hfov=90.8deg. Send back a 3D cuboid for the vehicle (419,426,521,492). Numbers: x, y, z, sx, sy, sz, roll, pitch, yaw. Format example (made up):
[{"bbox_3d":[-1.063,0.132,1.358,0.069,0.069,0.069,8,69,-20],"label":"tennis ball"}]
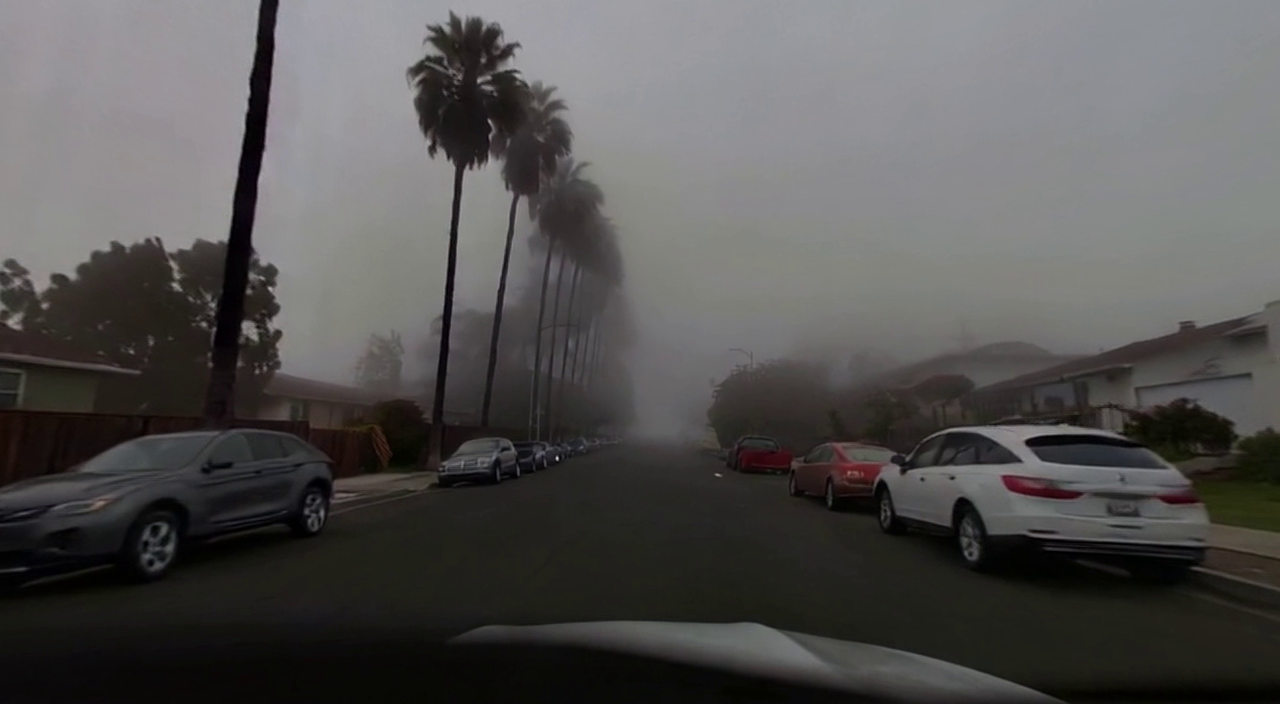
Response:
[{"bbox_3d":[-5.174,3.328,19.902,1.947,1.803,4.381,-1,-8,0],"label":"vehicle"}]

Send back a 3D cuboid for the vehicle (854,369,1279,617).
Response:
[{"bbox_3d":[4.242,1.452,7.405,1.964,1.889,4.708,2,-8,2],"label":"vehicle"}]

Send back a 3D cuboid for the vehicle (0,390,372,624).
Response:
[{"bbox_3d":[-5.476,1.603,7.620,2.020,1.819,5.168,-1,-9,2],"label":"vehicle"}]
